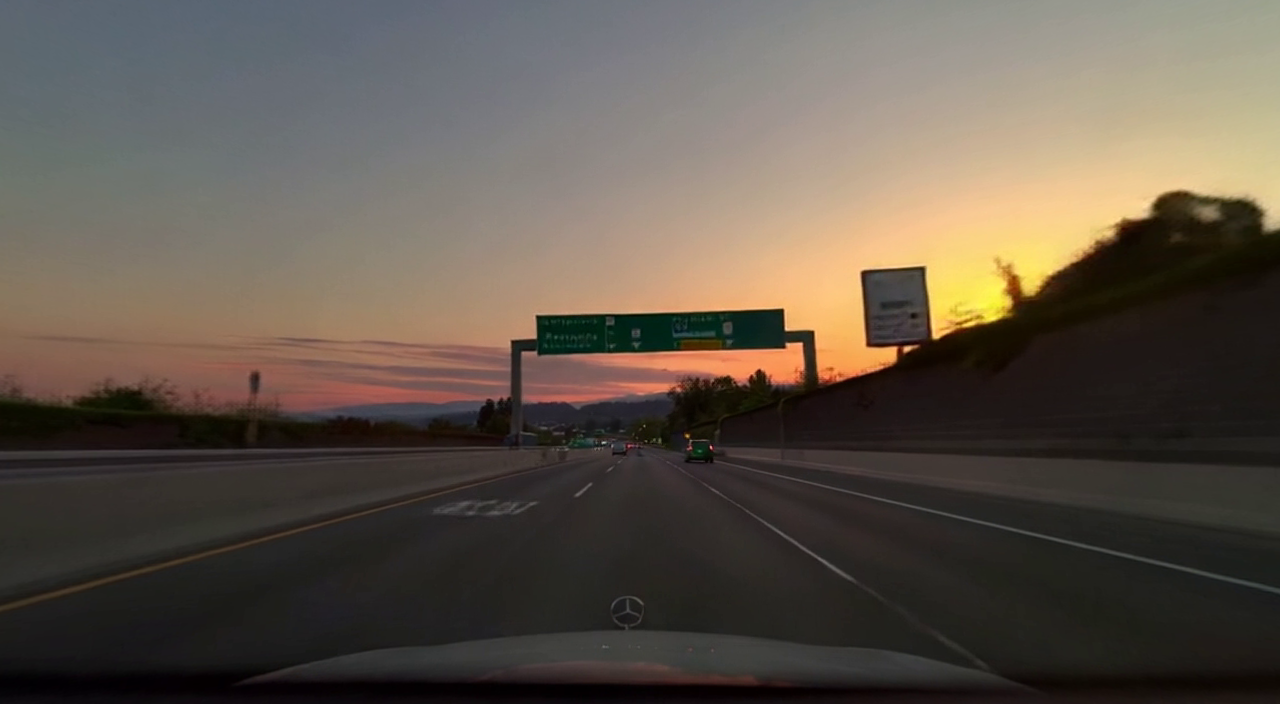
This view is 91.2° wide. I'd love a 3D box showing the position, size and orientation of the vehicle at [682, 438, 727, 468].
[{"bbox_3d":[3.696,5.899,36.819,2.202,1.682,4.188,0,-8,0],"label":"vehicle"}]
